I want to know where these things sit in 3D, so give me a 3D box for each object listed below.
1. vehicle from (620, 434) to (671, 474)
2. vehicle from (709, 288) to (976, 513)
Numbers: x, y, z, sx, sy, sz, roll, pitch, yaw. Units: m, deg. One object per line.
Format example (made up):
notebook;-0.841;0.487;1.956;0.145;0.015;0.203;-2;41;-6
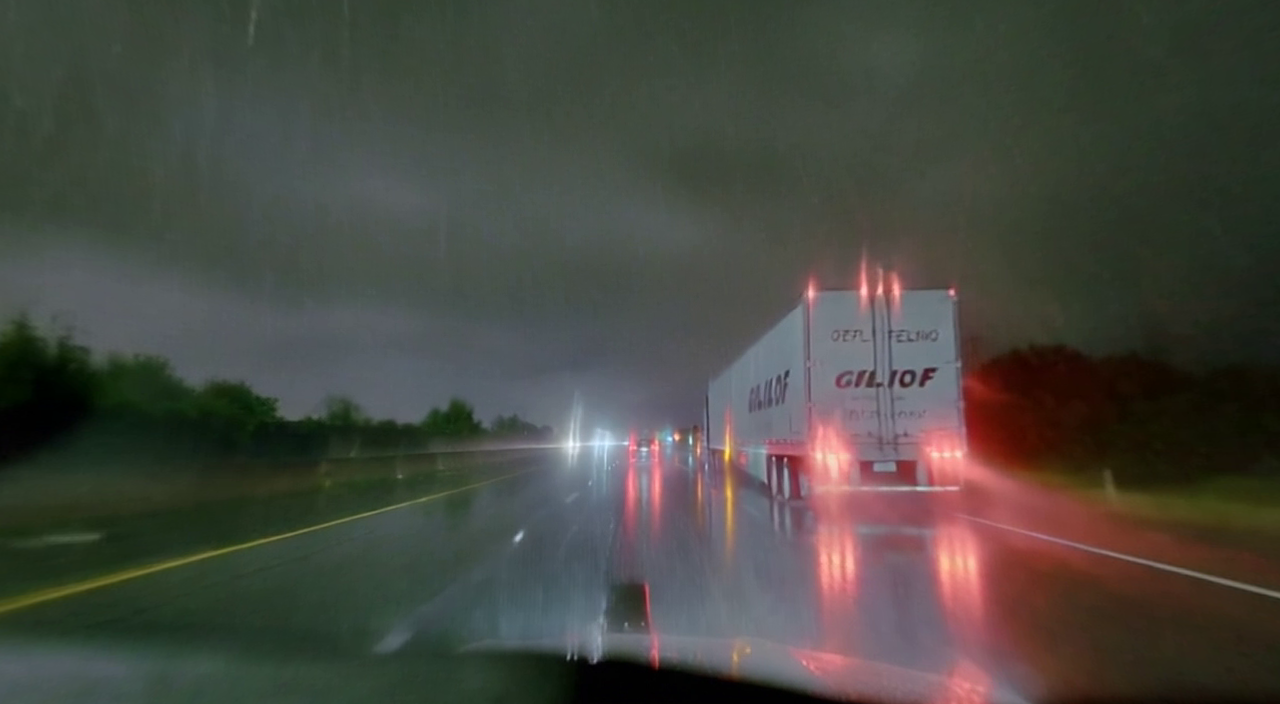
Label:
vehicle;0.244;4.522;28.129;2.111;1.635;4.177;0;-8;1
vehicle;4.499;1.924;19.114;2.936;4.125;15.204;0;-8;-1
